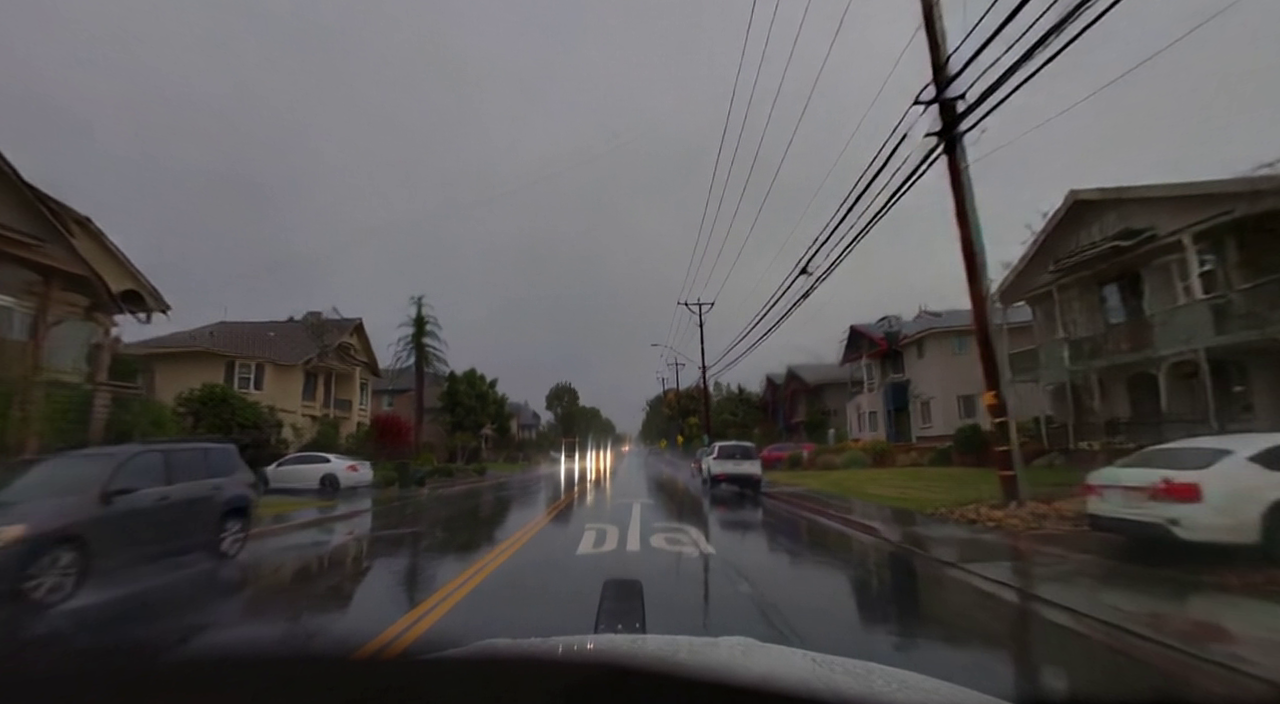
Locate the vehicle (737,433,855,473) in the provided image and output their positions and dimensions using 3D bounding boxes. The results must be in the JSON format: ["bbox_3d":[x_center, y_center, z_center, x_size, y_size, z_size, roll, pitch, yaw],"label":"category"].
[{"bbox_3d":[7.646,5.013,31.381,5.288,1.871,2.148,0,-8,1],"label":"vehicle"}]

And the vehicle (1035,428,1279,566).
[{"bbox_3d":[7.869,1.704,7.831,4.511,1.438,2.116,0,-8,-1],"label":"vehicle"}]

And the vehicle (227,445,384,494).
[{"bbox_3d":[-11.898,4.193,22.720,4.480,1.665,1.930,0,-8,-1],"label":"vehicle"}]

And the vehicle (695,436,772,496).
[{"bbox_3d":[3.007,3.757,21.124,1.945,1.792,3.903,0,-8,-1],"label":"vehicle"}]

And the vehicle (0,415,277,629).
[{"bbox_3d":[-6.373,1.753,7.024,2.056,1.741,4.532,-2,-10,-1],"label":"vehicle"}]
